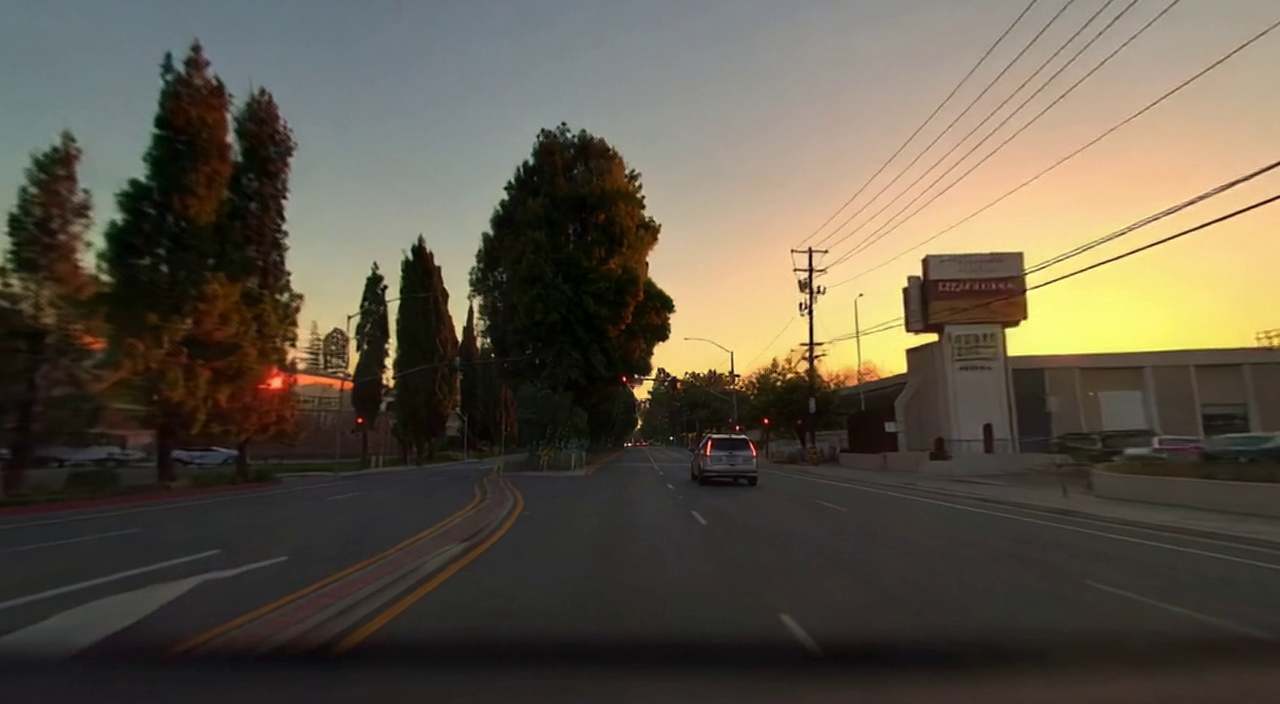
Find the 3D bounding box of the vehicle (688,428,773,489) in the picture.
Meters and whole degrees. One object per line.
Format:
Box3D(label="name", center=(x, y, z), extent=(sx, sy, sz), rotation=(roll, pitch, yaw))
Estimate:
Box3D(label="vehicle", center=(2.876, 3.534, 21.228), extent=(2.060, 1.820, 4.713), rotation=(0, -9, -2))
